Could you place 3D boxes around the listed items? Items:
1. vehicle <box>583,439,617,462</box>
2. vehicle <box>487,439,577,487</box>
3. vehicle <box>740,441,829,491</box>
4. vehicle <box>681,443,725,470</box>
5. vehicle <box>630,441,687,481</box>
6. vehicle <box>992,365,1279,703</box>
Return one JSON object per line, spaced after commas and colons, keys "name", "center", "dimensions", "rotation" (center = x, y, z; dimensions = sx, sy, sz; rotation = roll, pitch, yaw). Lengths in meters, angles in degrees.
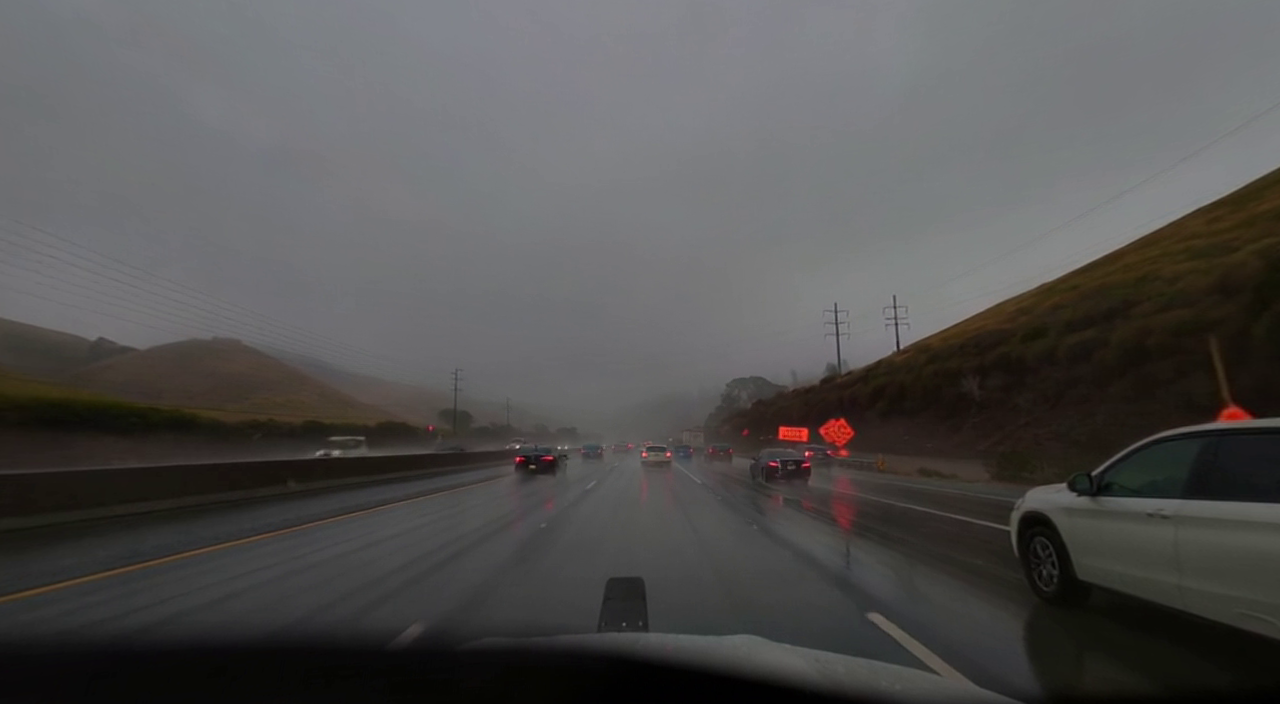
{"name": "vehicle", "center": [-3.026, 7.659, 49.199], "dimensions": [2.234, 1.675, 4.527], "rotation": [-1, -8, 2]}
{"name": "vehicle", "center": [-3.555, 3.742, 21.604], "dimensions": [2.232, 1.438, 4.163], "rotation": [-1, -8, 2]}
{"name": "vehicle", "center": [4.660, 3.732, 20.988], "dimensions": [1.867, 1.465, 4.093], "rotation": [0, -8, -2]}
{"name": "vehicle", "center": [3.693, 6.185, 37.574], "dimensions": [2.177, 1.453, 4.205], "rotation": [0, -8, 0]}
{"name": "vehicle", "center": [0.723, 4.444, 26.104], "dimensions": [2.138, 1.473, 4.392], "rotation": [0, -8, 0]}
{"name": "vehicle", "center": [3.860, 0.882, 2.720], "dimensions": [2.018, 1.670, 4.658], "rotation": [0, -8, 1]}
